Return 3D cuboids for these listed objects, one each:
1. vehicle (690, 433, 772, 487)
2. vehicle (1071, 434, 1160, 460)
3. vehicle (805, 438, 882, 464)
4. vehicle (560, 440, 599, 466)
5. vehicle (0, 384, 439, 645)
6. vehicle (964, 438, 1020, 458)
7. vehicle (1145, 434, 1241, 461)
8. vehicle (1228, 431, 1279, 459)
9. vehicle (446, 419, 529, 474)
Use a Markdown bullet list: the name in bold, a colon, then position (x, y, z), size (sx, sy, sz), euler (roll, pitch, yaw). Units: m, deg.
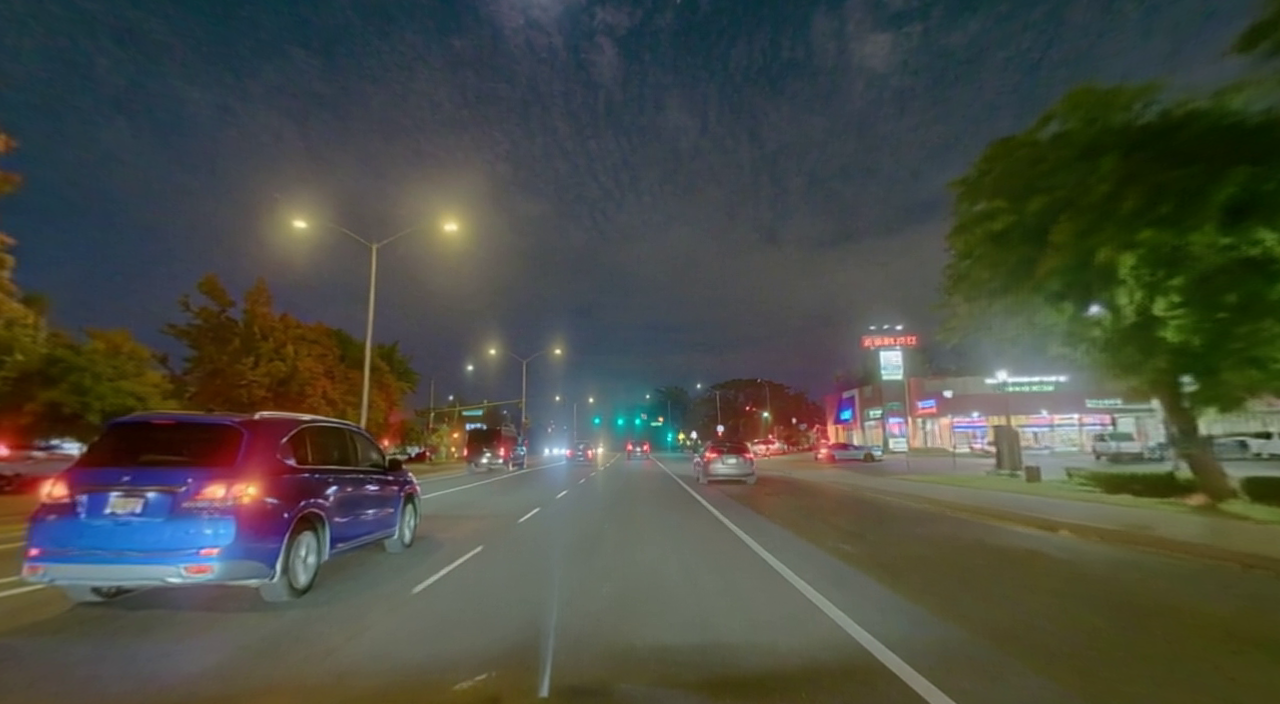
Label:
- **vehicle**: position (3.221, 3.965, 23.414), size (2.167, 1.792, 4.835), euler (0, -9, -2)
- **vehicle**: position (28.099, 5.654, 37.363), size (1.760, 1.431, 4.343), euler (0, -9, -2)
- **vehicle**: position (14.450, 7.056, 44.893), size (4.626, 1.562, 2.159), euler (-2, -9, -3)
- **vehicle**: position (-4.070, 6.869, 42.919), size (2.133, 1.677, 4.727), euler (0, -9, 0)
- **vehicle**: position (-3.787, 1.413, 6.448), size (2.038, 1.748, 4.303), euler (0, -9, -1)
- **vehicle**: position (27.725, 7.608, 49.755), size (1.768, 1.460, 4.677), euler (0, -9, 0)
- **vehicle**: position (33.230, 5.780, 37.999), size (1.817, 1.503, 4.238), euler (0, -9, -1)
- **vehicle**: position (38.140, 5.583, 37.732), size (1.812, 1.641, 3.875), euler (1, -9, -2)
- **vehicle**: position (-7.766, 4.948, 32.945), size (2.863, 2.592, 6.410), euler (0, -9, -1)
